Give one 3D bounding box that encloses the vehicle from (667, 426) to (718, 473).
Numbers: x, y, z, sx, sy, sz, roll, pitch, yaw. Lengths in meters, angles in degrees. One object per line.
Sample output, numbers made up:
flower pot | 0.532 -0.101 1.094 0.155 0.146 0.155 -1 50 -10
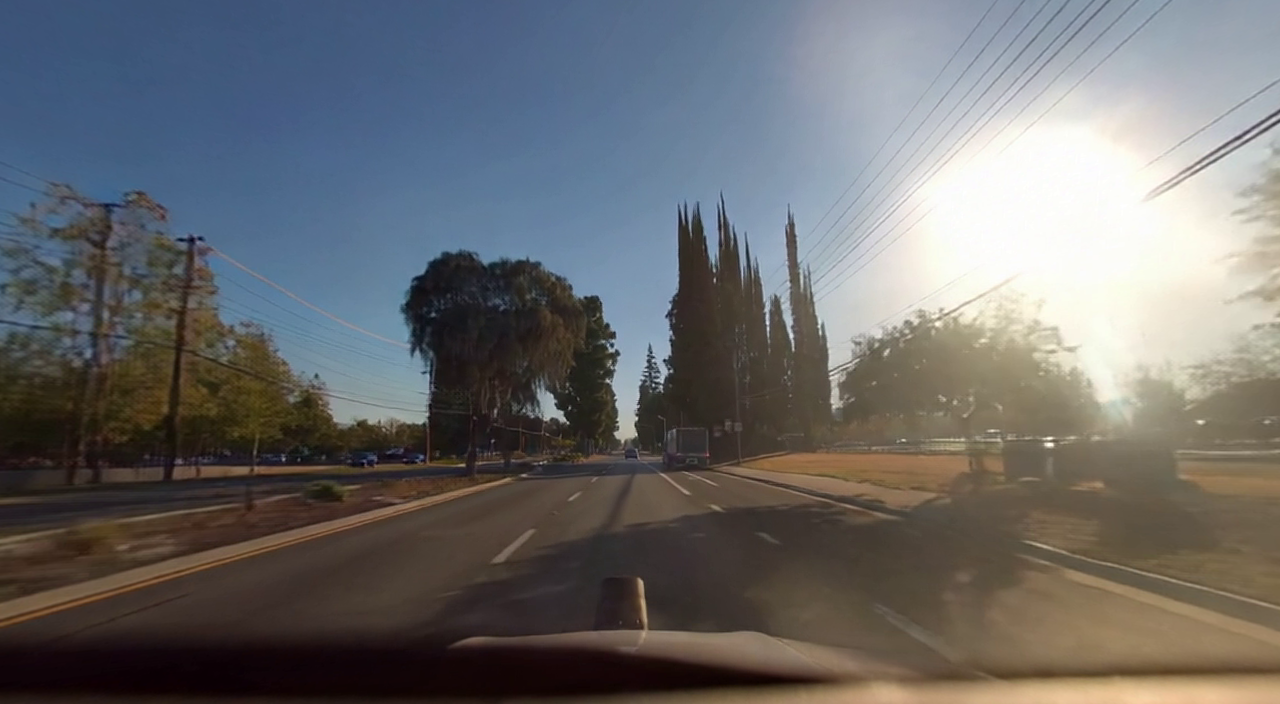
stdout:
vehicle | 3.448 6.678 43.295 2.706 2.880 7.117 0 -8 -2
